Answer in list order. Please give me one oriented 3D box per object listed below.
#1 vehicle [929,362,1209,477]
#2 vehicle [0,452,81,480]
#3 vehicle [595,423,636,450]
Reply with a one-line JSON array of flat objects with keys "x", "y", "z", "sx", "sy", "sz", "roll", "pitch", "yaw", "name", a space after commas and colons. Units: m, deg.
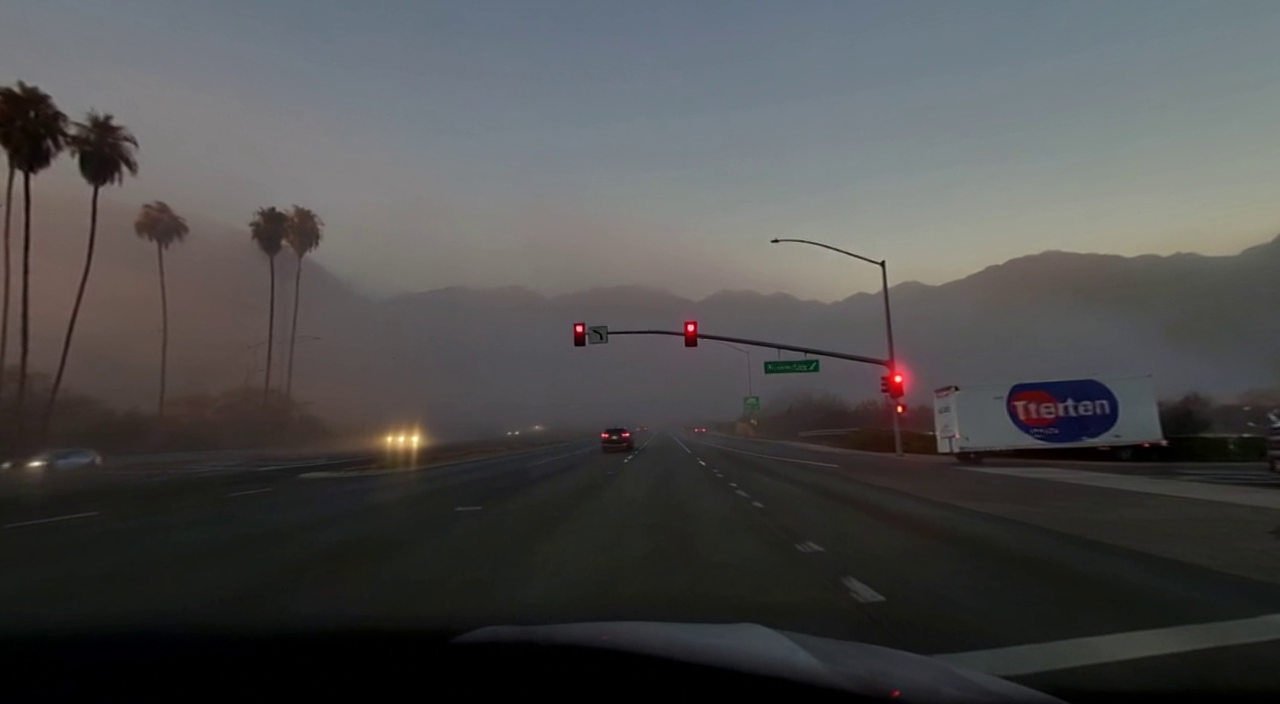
[{"x": 14.055, "y": 2.403, "z": 21.512, "sx": 7.088, "sy": 3.414, "sz": 3.237, "roll": -3, "pitch": -9, "yaw": 19, "name": "vehicle"}, {"x": -37.346, "y": 6.883, "z": 38.062, "sx": 1.827, "sy": 1.543, "sz": 4.741, "roll": -2, "pitch": -9, "yaw": 16, "name": "vehicle"}, {"x": -1.555, "y": 5.752, "z": 42.466, "sx": 2.287, "sy": 1.712, "sz": 4.537, "roll": -1, "pitch": -8, "yaw": 4, "name": "vehicle"}]
